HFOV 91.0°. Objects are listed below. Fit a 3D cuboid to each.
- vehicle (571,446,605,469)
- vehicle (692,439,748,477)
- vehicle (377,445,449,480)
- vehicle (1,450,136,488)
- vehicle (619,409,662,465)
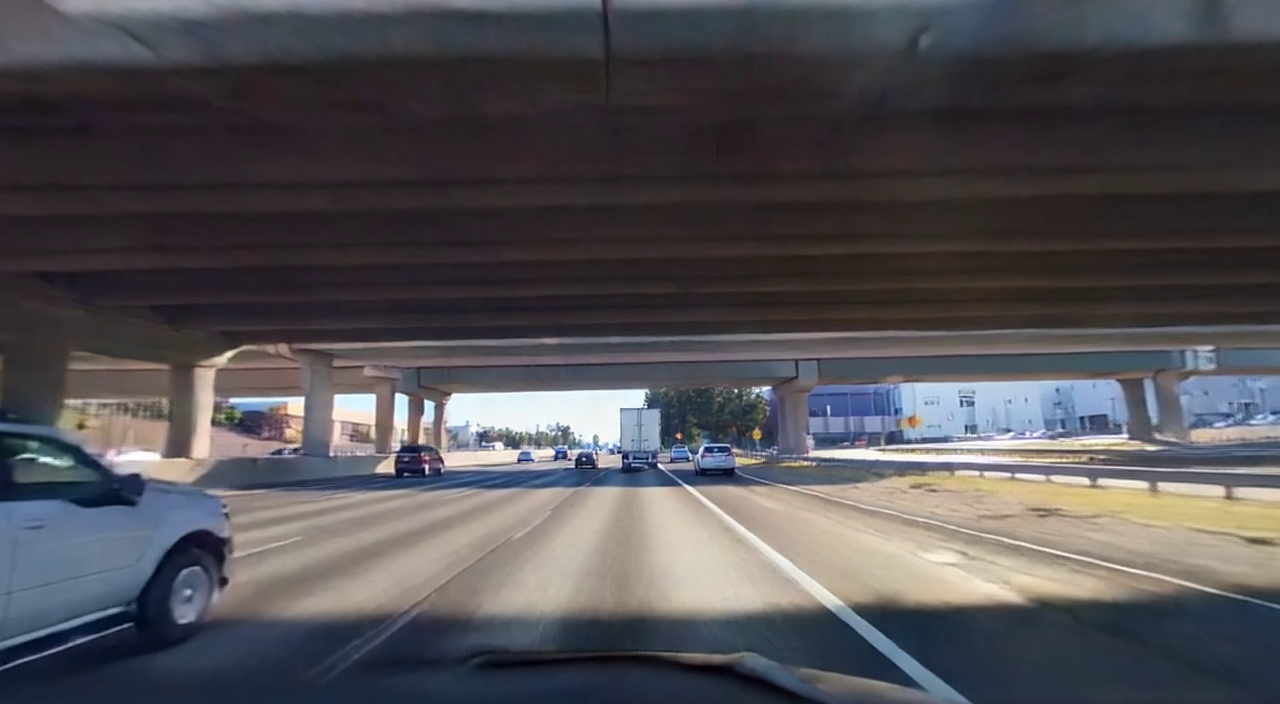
[{"bbox_3d":[-3.710,7.608,45.496,2.083,1.576,4.307,0,-9,0],"label":"vehicle"},{"bbox_3d":[3.823,5.170,30.911,2.107,1.707,4.445,0,-9,0],"label":"vehicle"},{"bbox_3d":[-11.231,5.468,31.499,1.966,1.627,4.258,0,-9,1],"label":"vehicle"},{"bbox_3d":[-27.704,5.650,30.796,2.052,1.716,4.732,0,-9,1],"label":"vehicle"},{"bbox_3d":[0.152,6.799,49.623,3.012,3.928,10.262,0,-9,1],"label":"vehicle"}]
